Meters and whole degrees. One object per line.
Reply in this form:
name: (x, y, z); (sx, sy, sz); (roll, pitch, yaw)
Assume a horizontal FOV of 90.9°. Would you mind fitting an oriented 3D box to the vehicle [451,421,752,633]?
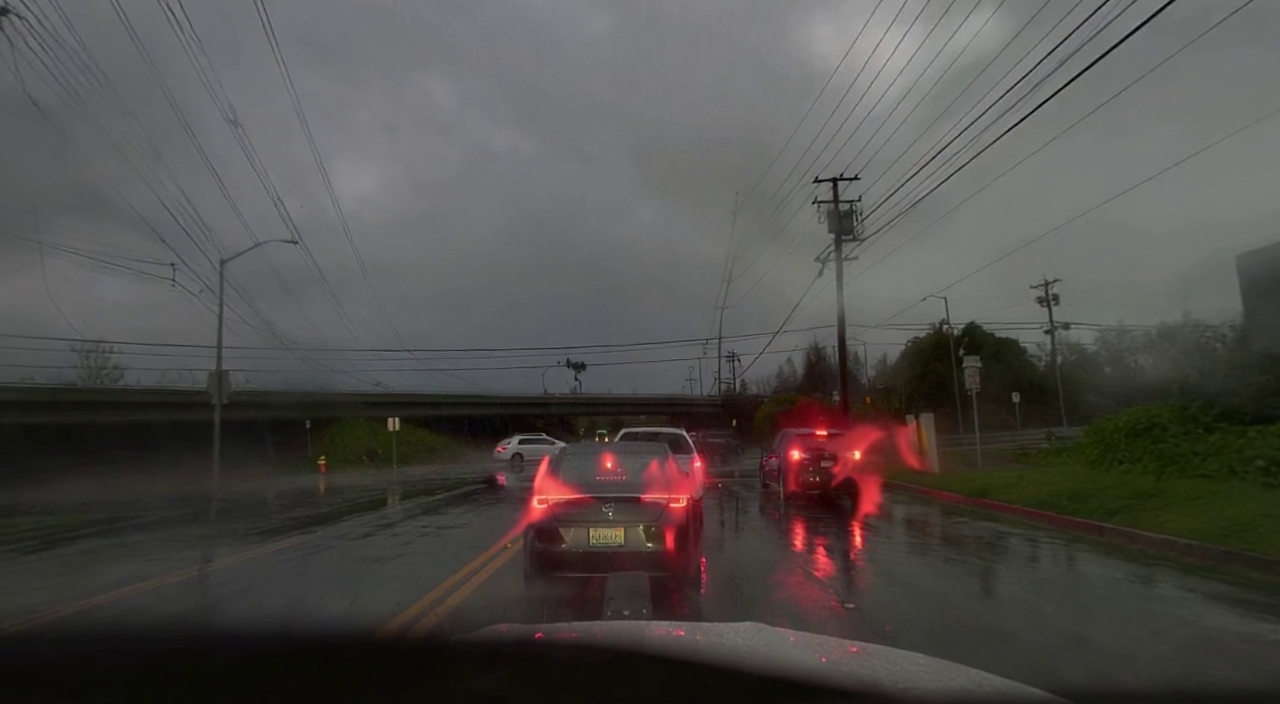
vehicle: (-0.230, 1.527, 6.468); (2.090, 1.458, 4.033); (-1, -9, 1)
